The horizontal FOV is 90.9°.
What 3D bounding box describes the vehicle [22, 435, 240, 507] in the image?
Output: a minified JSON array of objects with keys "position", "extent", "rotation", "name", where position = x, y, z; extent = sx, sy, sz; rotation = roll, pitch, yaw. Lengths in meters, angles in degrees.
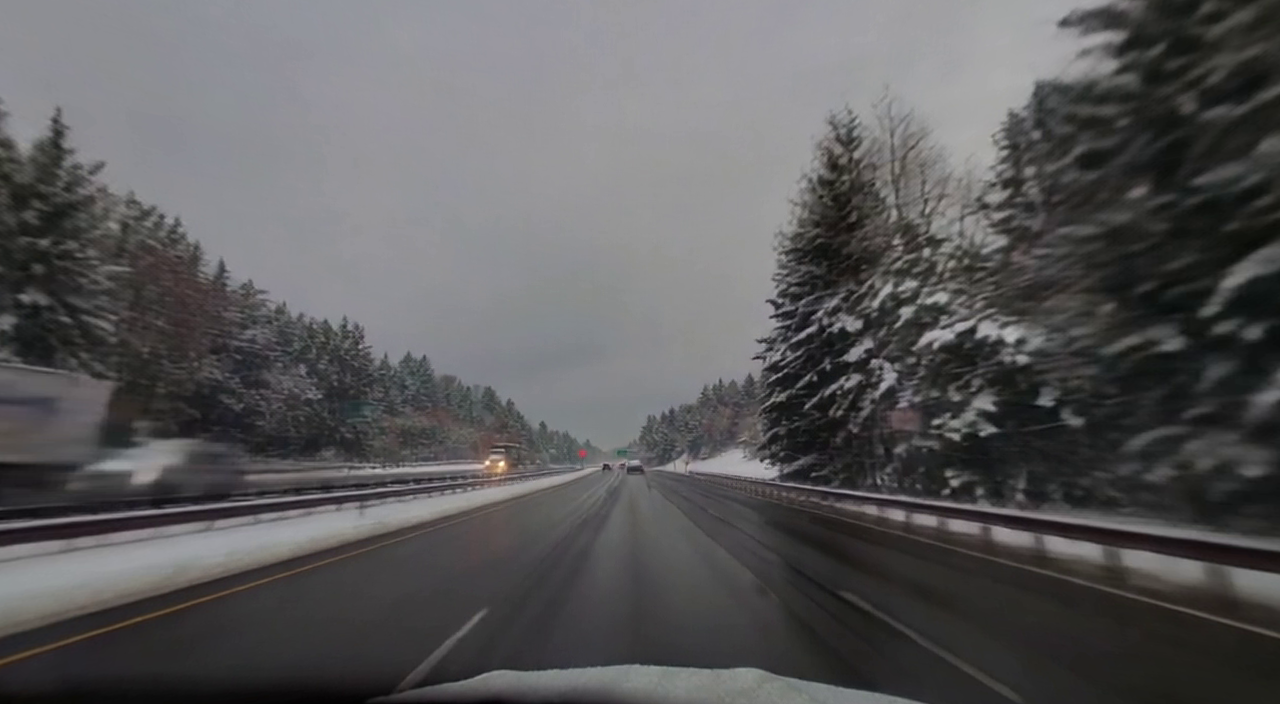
[{"position":[-12.197,2.925,15.578],"extent":[1.838,1.494,4.195],"rotation":[1,-10,0],"name":"vehicle"}]
